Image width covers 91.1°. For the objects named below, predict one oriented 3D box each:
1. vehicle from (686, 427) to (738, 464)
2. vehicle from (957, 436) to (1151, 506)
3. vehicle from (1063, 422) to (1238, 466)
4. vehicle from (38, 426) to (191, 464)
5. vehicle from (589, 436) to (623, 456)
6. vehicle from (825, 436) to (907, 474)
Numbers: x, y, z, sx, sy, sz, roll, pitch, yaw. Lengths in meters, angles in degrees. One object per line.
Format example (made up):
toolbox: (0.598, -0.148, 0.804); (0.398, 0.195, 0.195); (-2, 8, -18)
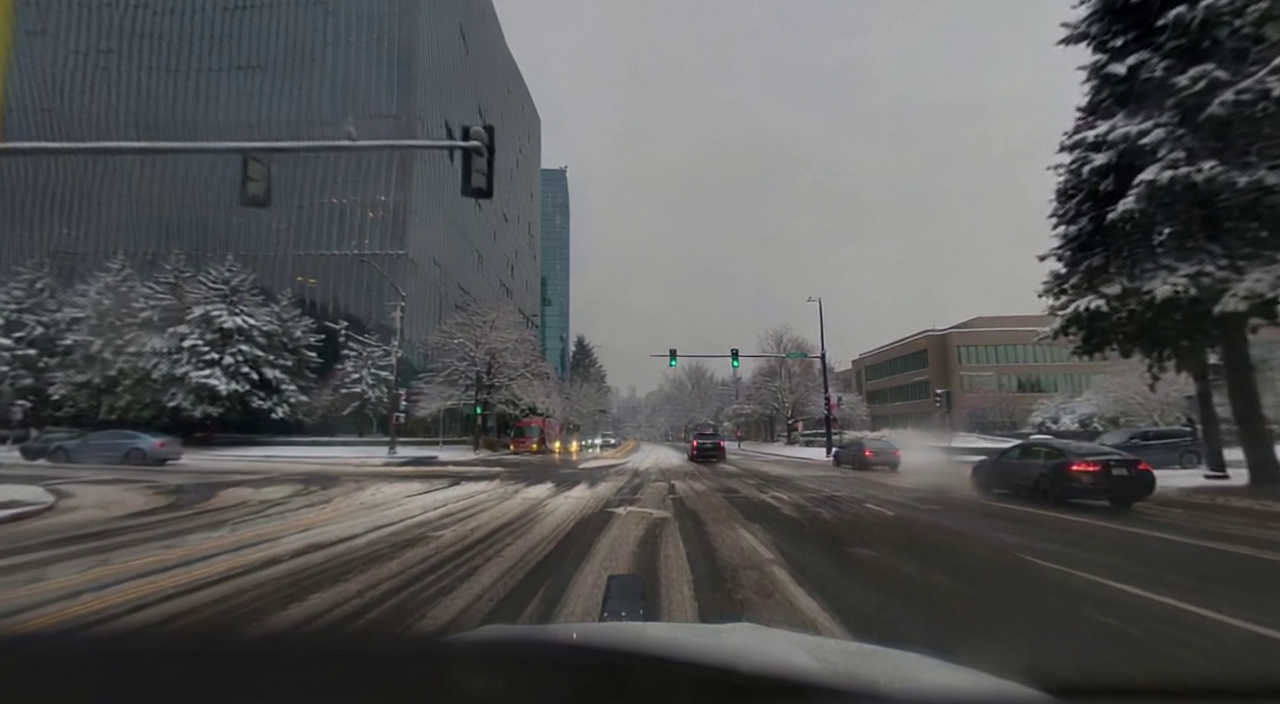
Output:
vehicle: (3.676, 4.891, 32.771); (2.203, 1.801, 4.331); (0, -8, 1)
vehicle: (9.917, 2.860, 15.564); (1.896, 1.463, 4.296); (0, -8, 0)
vehicle: (24.203, 4.444, 29.974); (6.170, 1.978, 2.399); (0, -10, 0)
vehicle: (-22.778, 4.056, 27.349); (4.856, 1.528, 2.053); (-1, -8, 1)
vehicle: (-2.506, 7.093, 47.419); (2.147, 1.481, 4.331); (0, -8, 3)
vehicle: (9.612, 4.401, 27.064); (1.860, 1.460, 4.379); (0, -8, -1)
